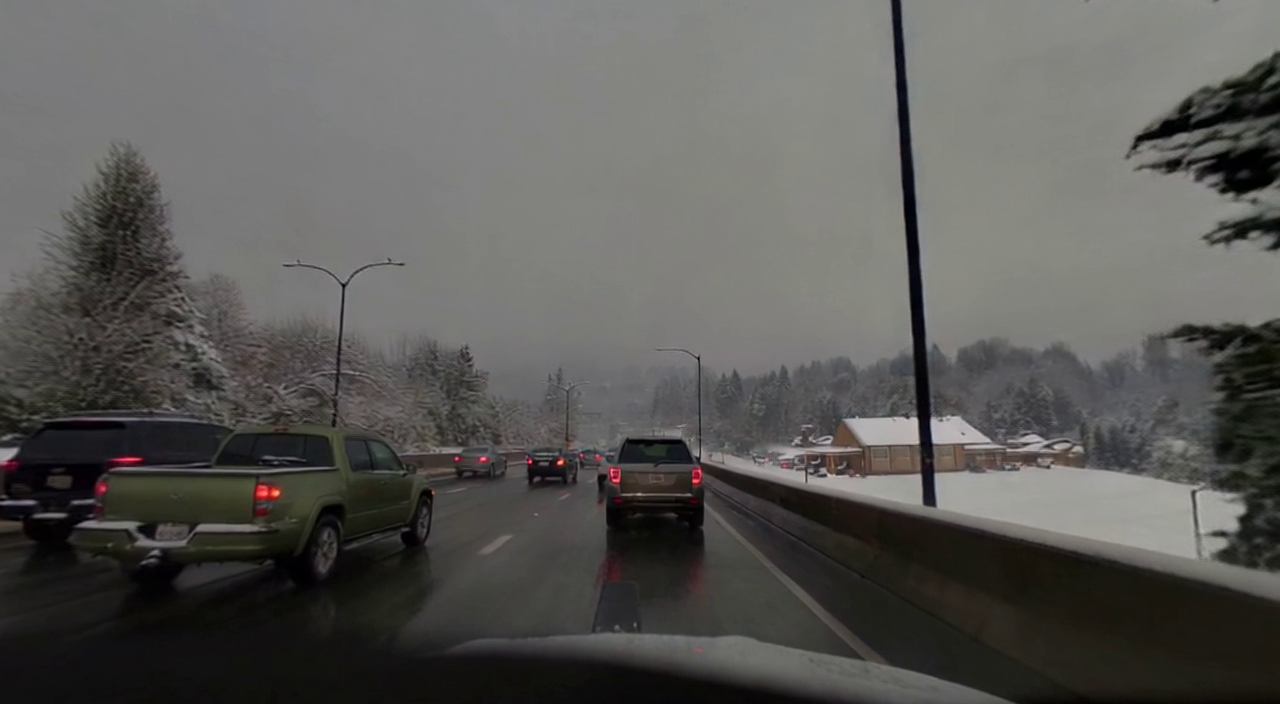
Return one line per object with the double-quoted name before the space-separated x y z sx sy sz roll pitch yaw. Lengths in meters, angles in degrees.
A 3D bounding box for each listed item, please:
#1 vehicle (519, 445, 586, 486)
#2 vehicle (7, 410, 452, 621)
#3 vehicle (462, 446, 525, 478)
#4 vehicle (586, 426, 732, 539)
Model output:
"vehicle" -3.400 4.483 25.282 1.868 1.470 4.105 -1 -9 4
"vehicle" -4.036 1.661 7.398 2.076 1.688 4.334 -1 -9 4
"vehicle" -7.284 5.489 31.802 1.856 1.459 4.251 -1 -9 4
"vehicle" 0.327 2.339 11.971 2.235 1.716 4.435 0 -9 1
